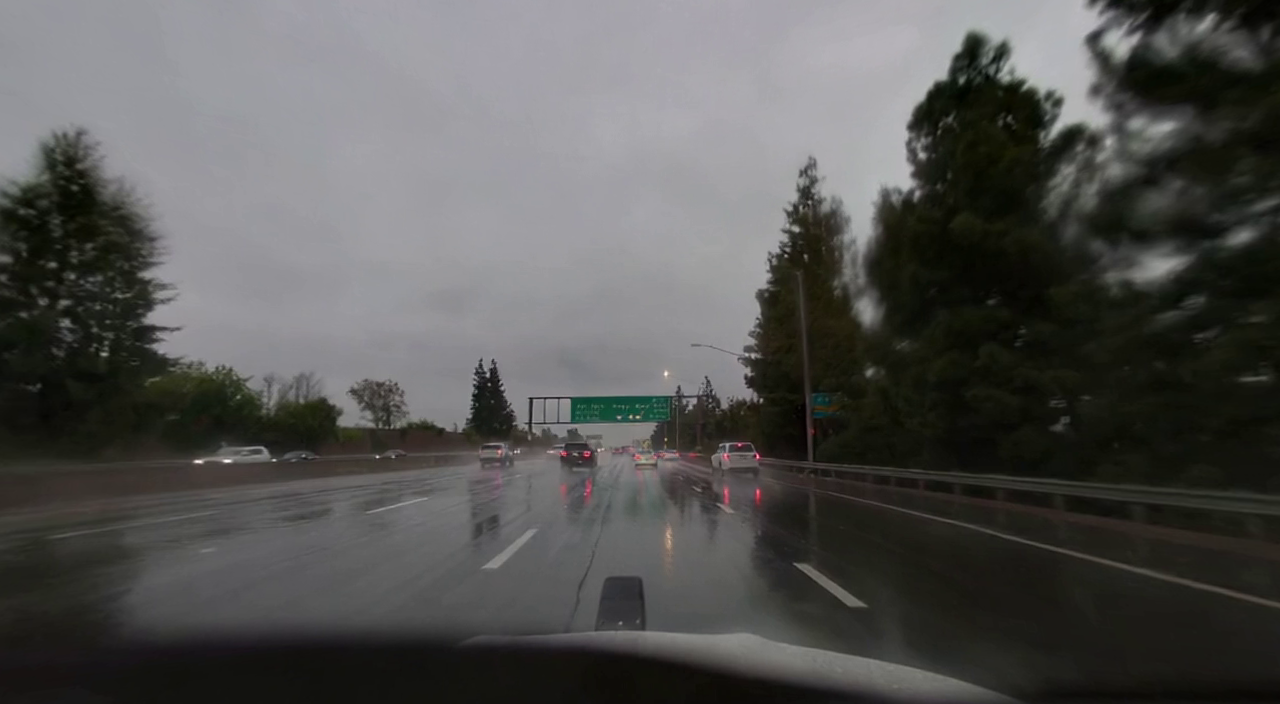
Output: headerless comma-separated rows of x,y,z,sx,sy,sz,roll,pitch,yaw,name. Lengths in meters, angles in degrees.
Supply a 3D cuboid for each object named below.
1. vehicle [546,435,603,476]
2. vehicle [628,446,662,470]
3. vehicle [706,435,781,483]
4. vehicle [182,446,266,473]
-3.299,5.413,33.114,2.449,1.929,5.503,0,-9,-1,vehicle
0.337,6.985,41.724,2.126,1.529,4.438,0,-9,1,vehicle
4.142,4.380,26.107,2.218,1.776,4.807,0,-9,0,vehicle
-28.196,7.302,42.939,2.099,1.673,5.261,0,-9,1,vehicle
